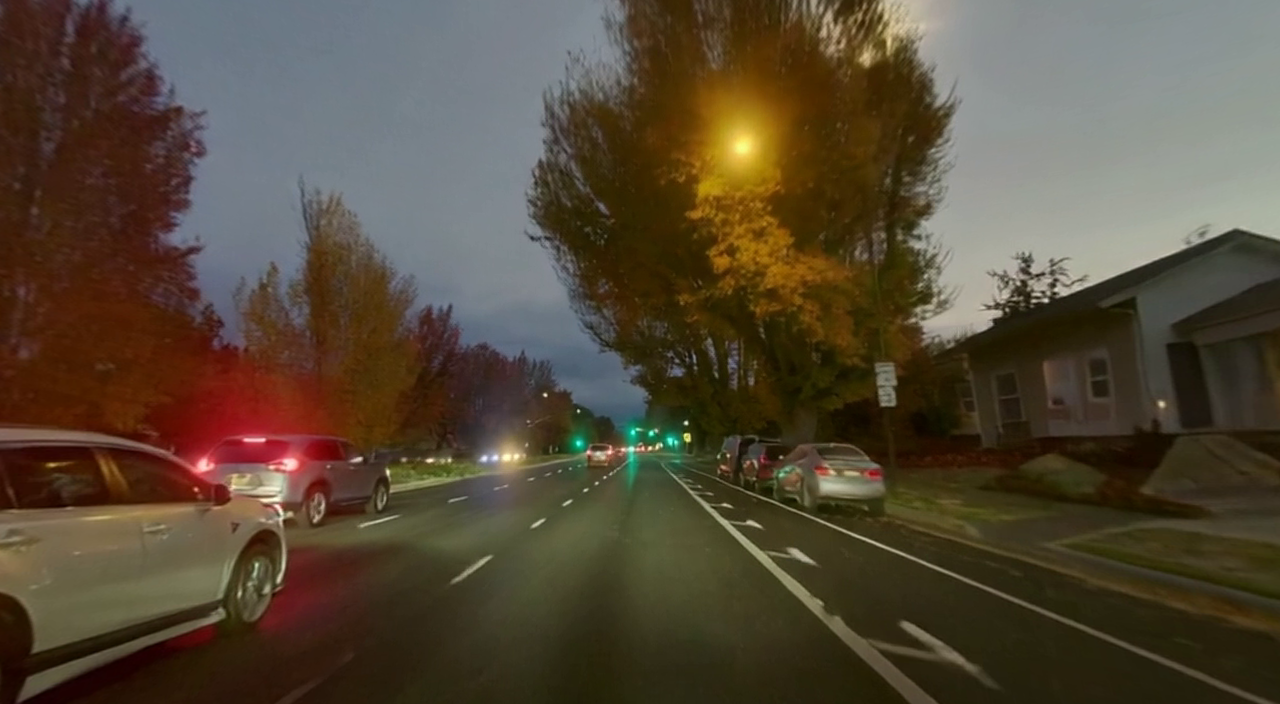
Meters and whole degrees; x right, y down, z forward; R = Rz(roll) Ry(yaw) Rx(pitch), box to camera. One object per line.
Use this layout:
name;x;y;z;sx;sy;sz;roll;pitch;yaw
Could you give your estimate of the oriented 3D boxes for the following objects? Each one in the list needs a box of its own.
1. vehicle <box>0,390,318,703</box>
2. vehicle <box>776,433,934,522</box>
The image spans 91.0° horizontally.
vehicle;-3.208;0.843;1.985;1.982;1.478;4.465;0;-9;0
vehicle;4.599;2.751;14.318;1.950;1.668;4.414;1;-9;-1
